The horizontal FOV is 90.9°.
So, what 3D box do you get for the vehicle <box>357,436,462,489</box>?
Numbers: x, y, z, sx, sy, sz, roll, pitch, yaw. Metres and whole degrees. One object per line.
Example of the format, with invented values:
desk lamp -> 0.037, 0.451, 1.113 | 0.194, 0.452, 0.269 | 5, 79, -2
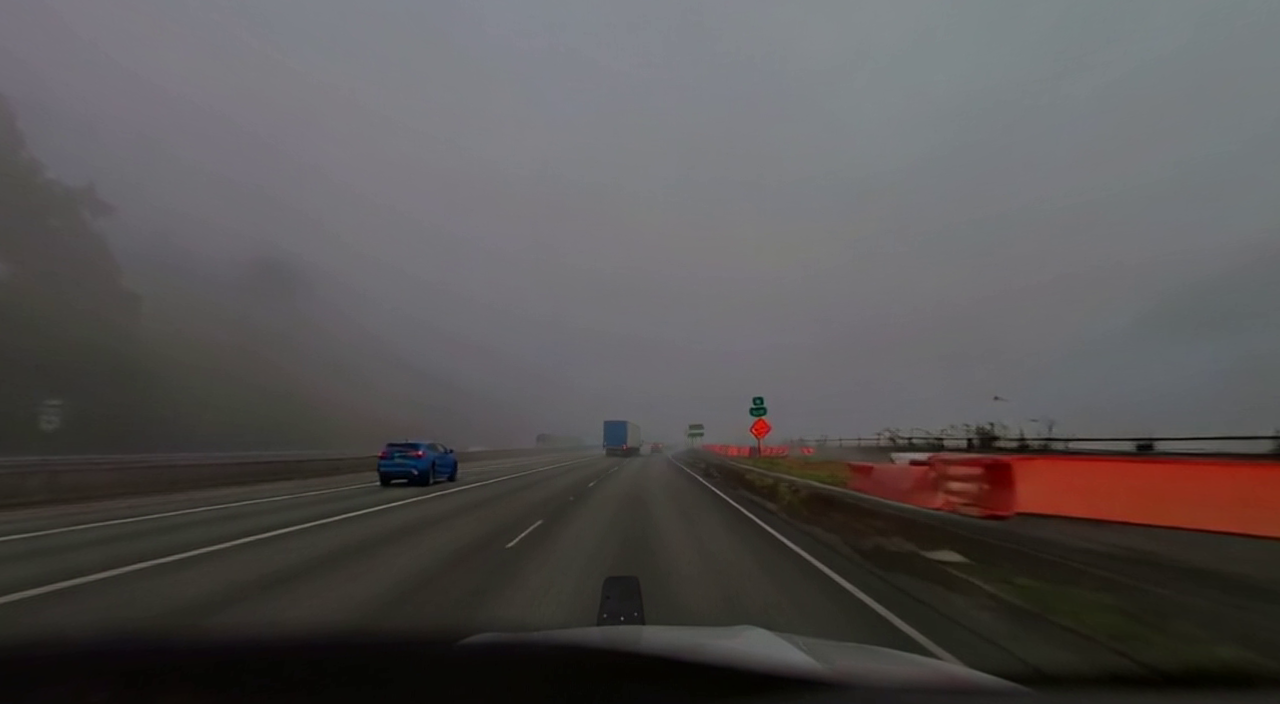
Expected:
vehicle -> -7.446, 3.631, 20.860 | 1.893, 1.566, 4.051 | 0, -9, 1
